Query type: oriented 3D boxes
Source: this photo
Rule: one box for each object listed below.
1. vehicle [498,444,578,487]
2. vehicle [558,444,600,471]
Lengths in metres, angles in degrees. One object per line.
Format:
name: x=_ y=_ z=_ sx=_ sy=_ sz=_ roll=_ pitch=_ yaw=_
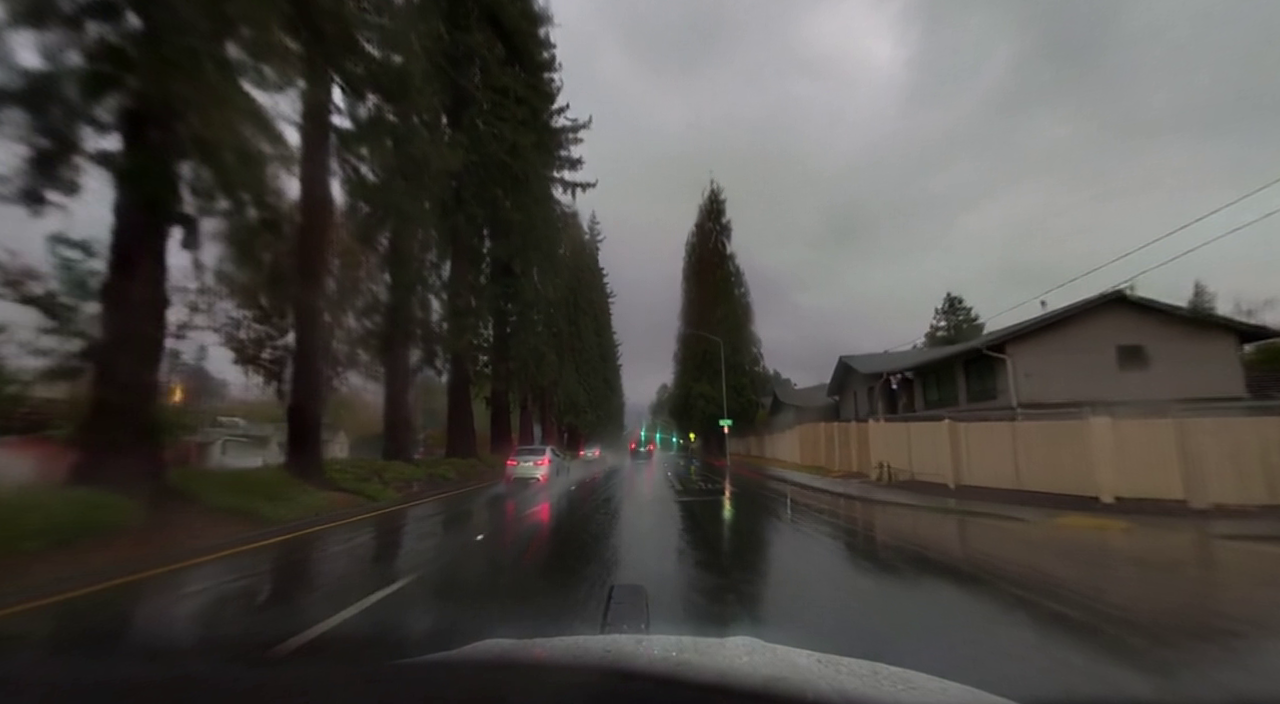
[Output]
vehicle: x=-3.752 y=4.254 z=24.036 sx=2.188 sy=1.473 sz=4.651 roll=0 pitch=-9 yaw=1
vehicle: x=-3.710 y=6.533 z=39.225 sx=2.110 sy=1.529 sz=4.743 roll=0 pitch=-9 yaw=1
